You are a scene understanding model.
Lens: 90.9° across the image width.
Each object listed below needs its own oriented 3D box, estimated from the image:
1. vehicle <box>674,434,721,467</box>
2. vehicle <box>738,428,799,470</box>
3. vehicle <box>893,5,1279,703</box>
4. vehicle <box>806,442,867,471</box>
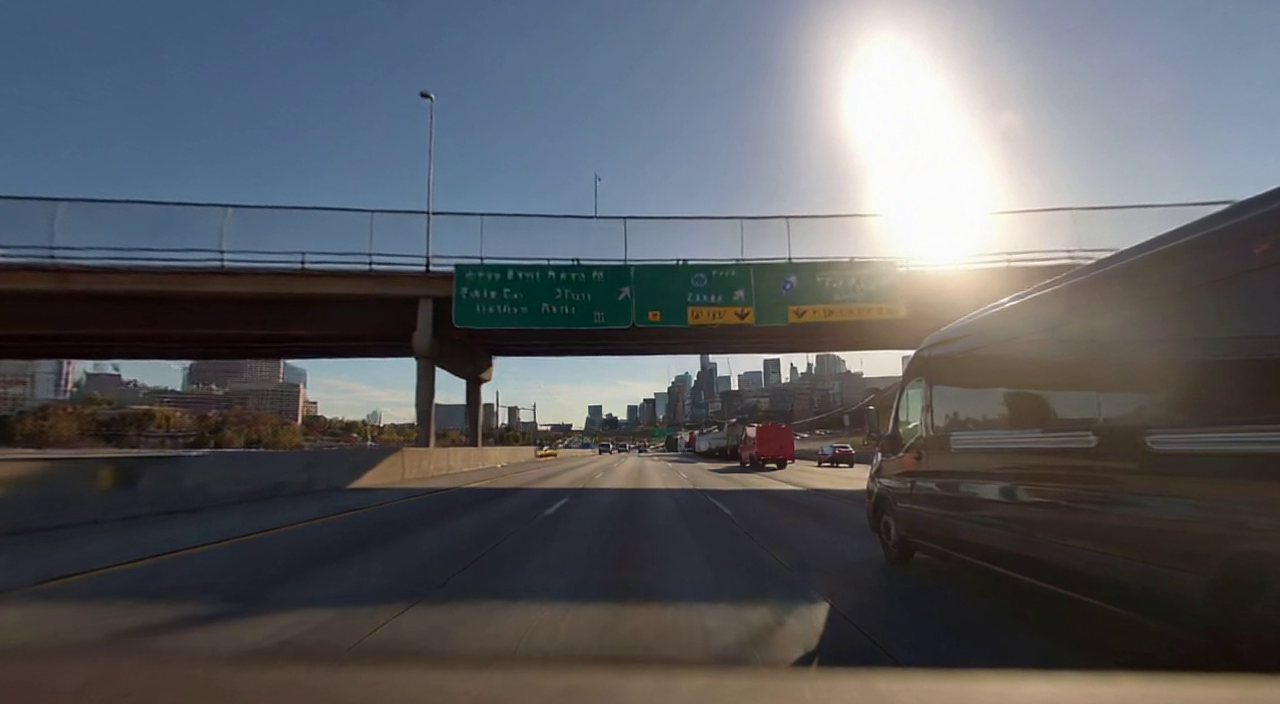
[{"bbox_3d":[3.655,6.415,41.259,2.464,1.961,5.520,0,-8,-1],"label":"vehicle"},{"bbox_3d":[7.265,5.547,36.315,2.301,2.203,5.419,0,-8,-1],"label":"vehicle"},{"bbox_3d":[3.333,0.154,1.486,2.436,2.745,7.034,0,-8,-1],"label":"vehicle"},{"bbox_3d":[10.781,5.773,34.997,1.976,1.474,4.779,0,-9,1],"label":"vehicle"}]
